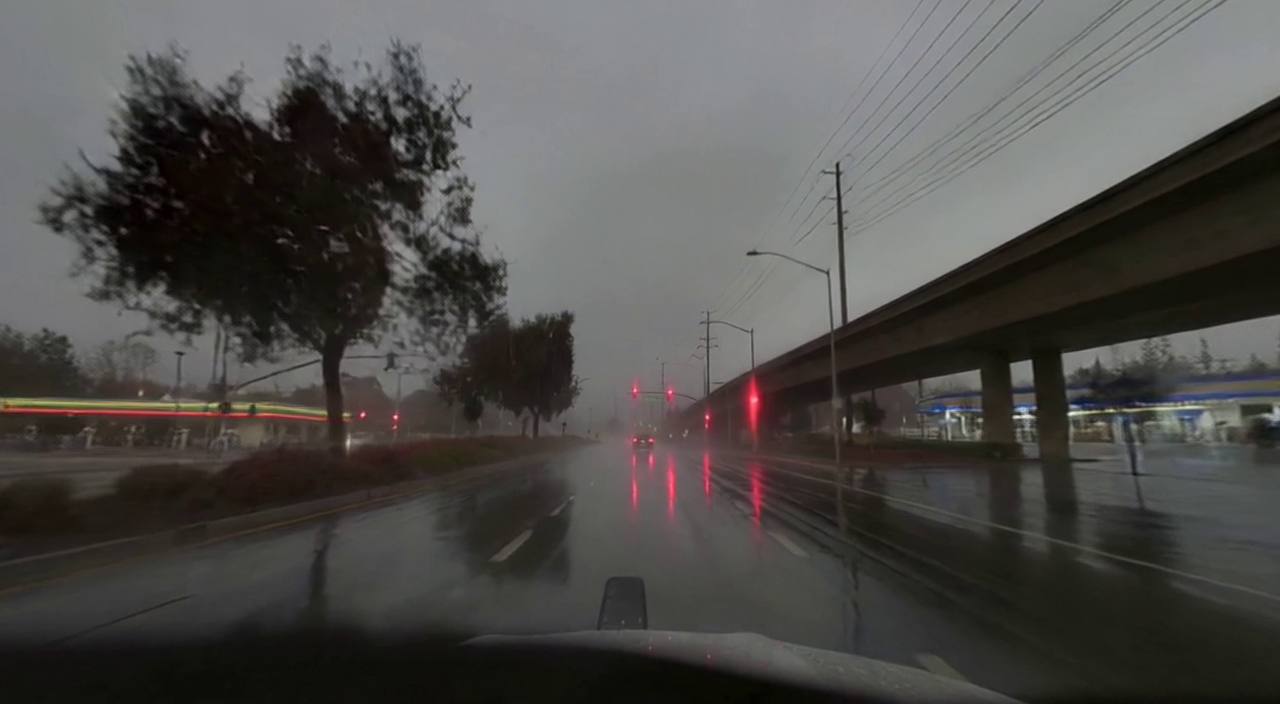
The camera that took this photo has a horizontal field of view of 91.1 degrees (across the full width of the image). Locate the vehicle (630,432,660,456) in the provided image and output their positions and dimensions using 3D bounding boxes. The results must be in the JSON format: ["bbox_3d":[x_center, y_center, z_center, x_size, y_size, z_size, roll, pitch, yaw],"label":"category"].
[{"bbox_3d":[0.355,6.537,44.732,2.074,1.631,3.793,0,-9,0],"label":"vehicle"}]

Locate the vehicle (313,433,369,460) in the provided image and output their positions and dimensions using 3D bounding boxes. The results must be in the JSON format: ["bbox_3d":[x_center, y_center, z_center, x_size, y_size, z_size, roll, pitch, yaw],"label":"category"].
[{"bbox_3d":[-23.287,7.386,49.089,2.026,1.965,4.674,0,-8,-1],"label":"vehicle"}]
